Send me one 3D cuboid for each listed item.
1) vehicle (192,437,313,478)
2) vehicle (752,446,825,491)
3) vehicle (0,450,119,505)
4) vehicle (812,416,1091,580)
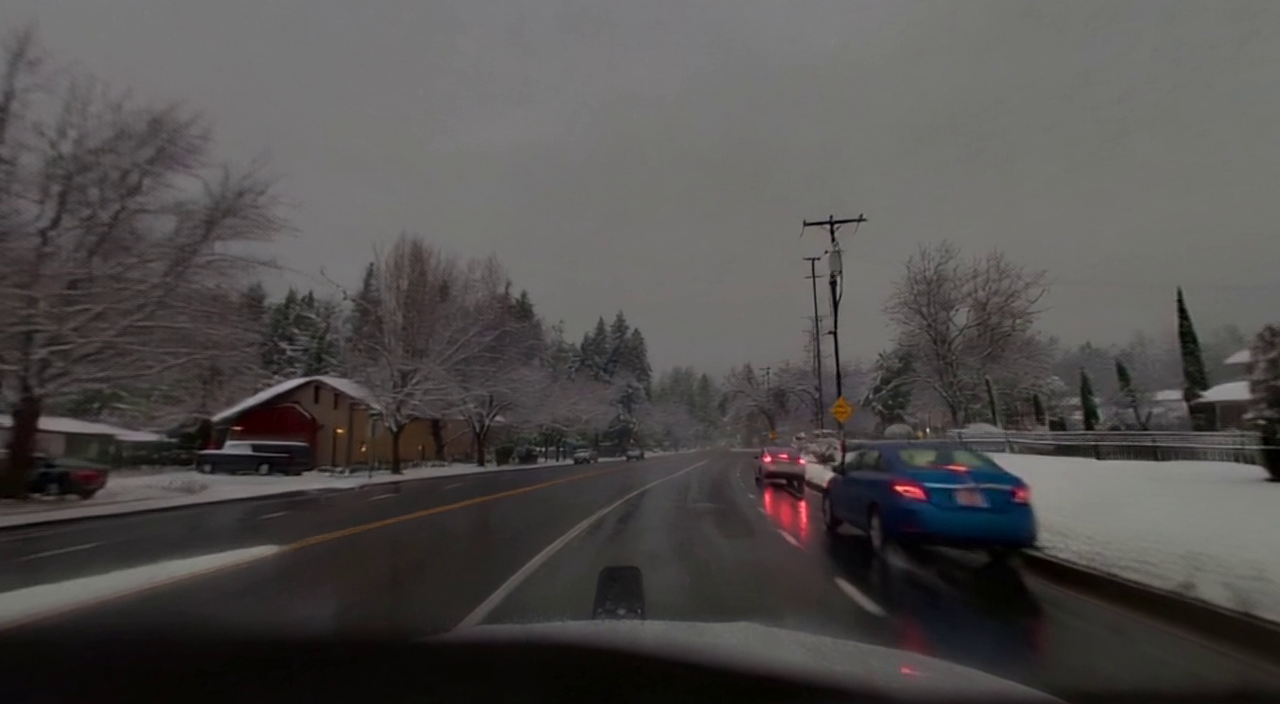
[{"bbox_3d":[-20.718,5.621,33.896,5.134,2.110,2.040,0,-8,3],"label":"vehicle"},{"bbox_3d":[5.281,4.165,23.077,1.993,1.457,4.599,-1,-8,6],"label":"vehicle"},{"bbox_3d":[-19.022,3.851,19.663,4.284,1.549,1.828,-1,-8,9],"label":"vehicle"},{"bbox_3d":[4.042,1.931,9.235,1.989,1.782,4.351,0,-8,3],"label":"vehicle"}]
